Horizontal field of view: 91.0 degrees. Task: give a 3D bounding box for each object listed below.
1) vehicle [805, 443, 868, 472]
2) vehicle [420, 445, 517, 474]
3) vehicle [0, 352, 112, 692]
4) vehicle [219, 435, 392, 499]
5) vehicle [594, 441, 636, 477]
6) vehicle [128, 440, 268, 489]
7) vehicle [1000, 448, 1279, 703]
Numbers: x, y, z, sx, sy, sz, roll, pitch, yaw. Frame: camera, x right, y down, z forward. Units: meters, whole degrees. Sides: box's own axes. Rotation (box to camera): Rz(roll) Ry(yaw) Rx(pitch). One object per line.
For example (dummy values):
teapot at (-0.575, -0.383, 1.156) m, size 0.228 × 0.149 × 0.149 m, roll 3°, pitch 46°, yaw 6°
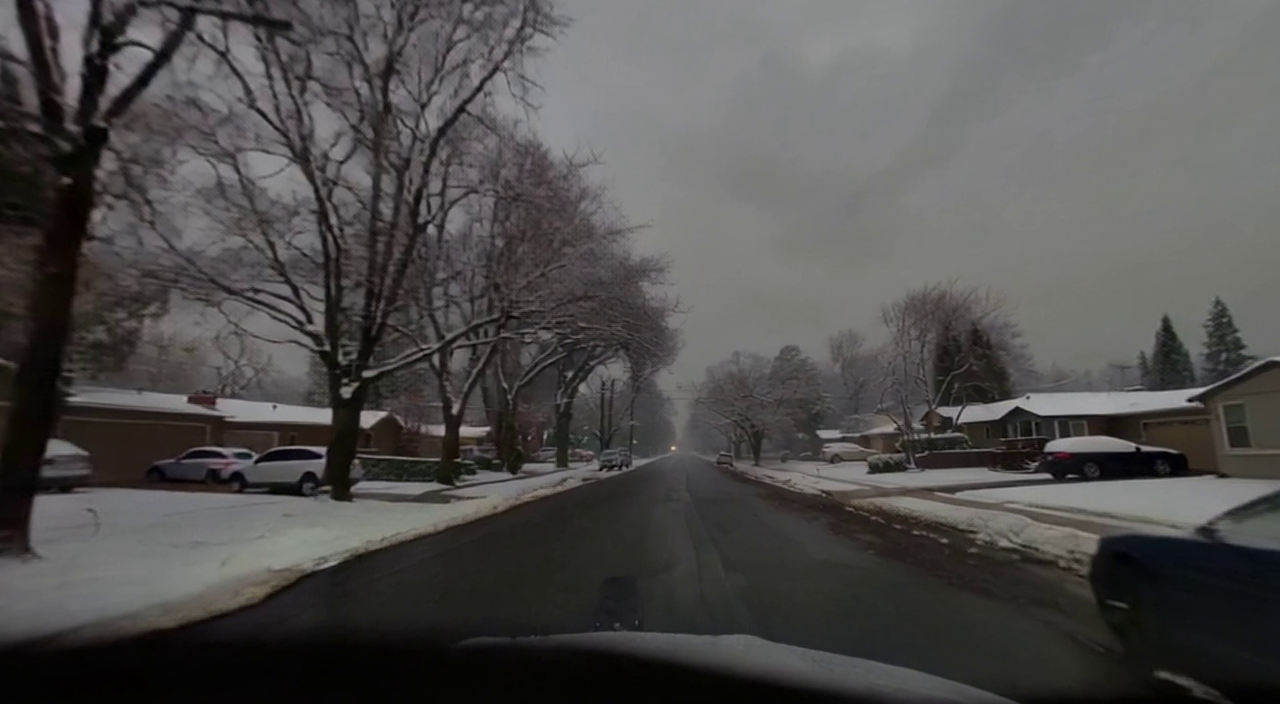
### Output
vehicle at (12.855, 6.917, 41.375) m, size 3.647 × 1.784 × 1.650 m, roll -1°, pitch -8°, yaw 5°
vehicle at (-9.889, 6.231, 36.578) m, size 4.977 × 1.558 × 2.079 m, roll -1°, pitch -9°, yaw 5°
vehicle at (-5.265, 0.716, 1.602) m, size 2.337 × 2.084 × 6.088 m, roll -1°, pitch -9°, yaw 3°
vehicle at (-10.291, 3.551, 19.554) m, size 4.373 × 1.747 × 2.029 m, roll -4°, pitch -9°, yaw 11°
vehicle at (-1.834, 8.066, 47.780) m, size 2.482 × 2.054 × 5.323 m, roll 0°, pitch -3°, yaw 5°
vehicle at (-15.037, 3.762, 21.392) m, size 4.473 × 1.493 × 1.884 m, roll -4°, pitch -9°, yaw 27°
vehicle at (4.231, 1.267, 3.456) m, size 1.959 × 1.431 × 4.647 m, roll 0°, pitch -8°, yaw 3°
